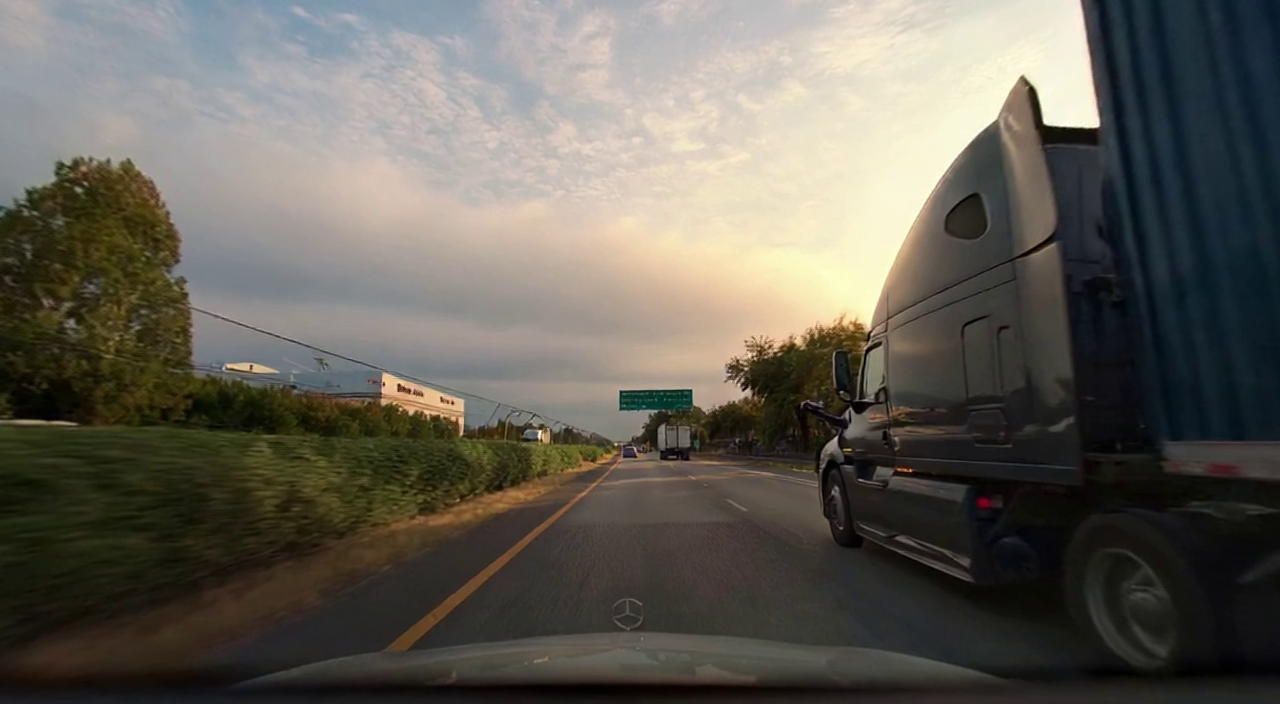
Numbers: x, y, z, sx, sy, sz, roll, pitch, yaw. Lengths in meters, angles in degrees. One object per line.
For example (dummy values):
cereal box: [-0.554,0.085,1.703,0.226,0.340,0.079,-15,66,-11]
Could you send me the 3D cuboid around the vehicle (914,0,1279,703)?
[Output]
vehicle: [4.188,-0.146,2.913,3.035,3.966,6.026,0,-9,1]
